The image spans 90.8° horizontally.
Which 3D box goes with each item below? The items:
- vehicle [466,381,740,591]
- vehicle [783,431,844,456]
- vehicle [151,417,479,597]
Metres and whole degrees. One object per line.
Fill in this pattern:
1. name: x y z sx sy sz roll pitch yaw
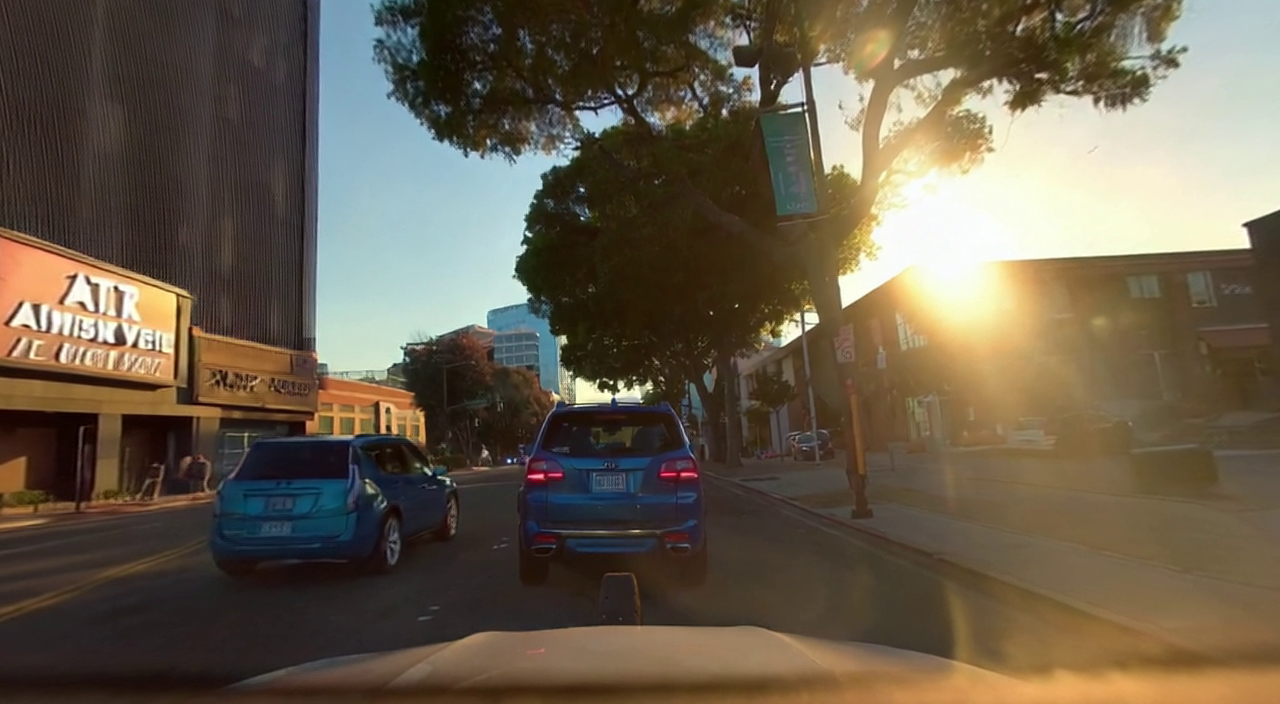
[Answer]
1. vehicle: -0.414 1.559 8.146 2.531 1.930 4.382 0 -8 -2
2. vehicle: 10.551 5.519 38.261 1.877 1.416 3.965 -8 -11 42
3. vehicle: -3.620 1.779 8.211 1.971 1.658 4.428 0 -8 -1
